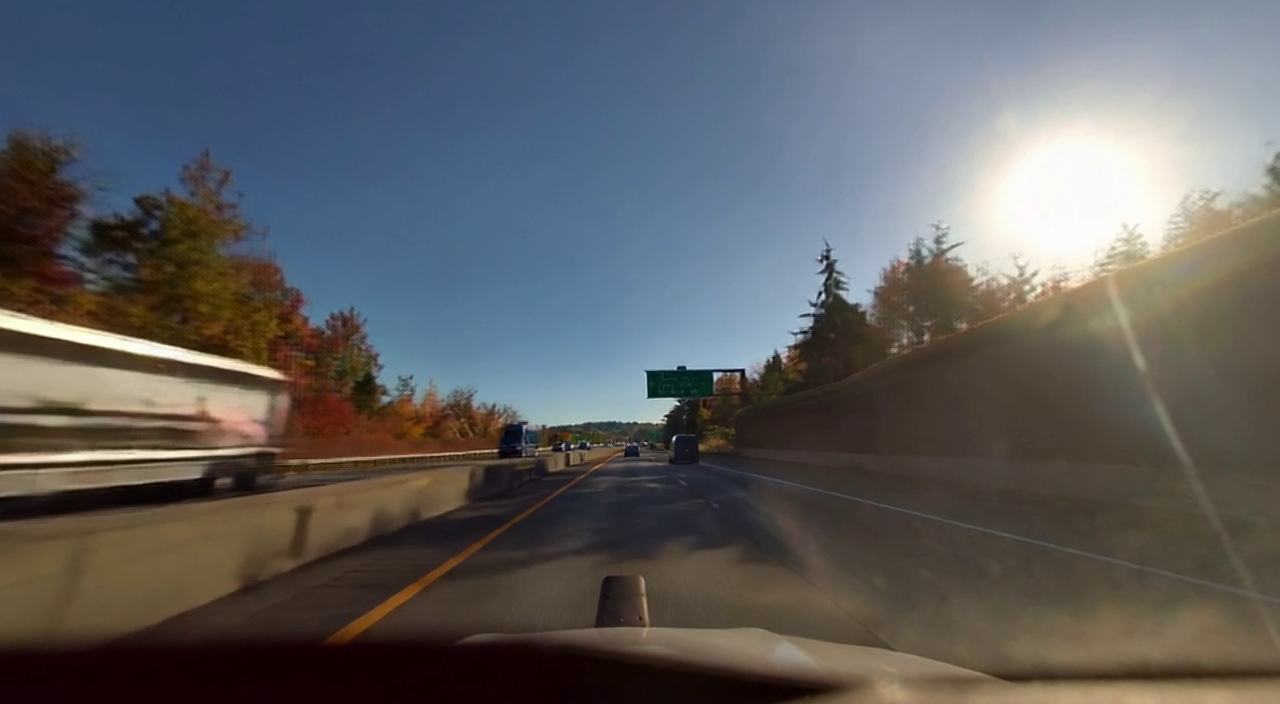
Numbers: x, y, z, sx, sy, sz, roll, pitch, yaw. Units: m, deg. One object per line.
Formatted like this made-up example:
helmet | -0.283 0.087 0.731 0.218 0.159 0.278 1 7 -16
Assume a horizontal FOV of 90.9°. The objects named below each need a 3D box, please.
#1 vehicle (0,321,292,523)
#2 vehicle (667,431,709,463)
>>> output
vehicle | -12.448 1.833 15.674 2.851 3.723 8.024 0 -8 0
vehicle | 3.247 6.595 43.722 2.393 2.072 4.958 0 -8 -2
